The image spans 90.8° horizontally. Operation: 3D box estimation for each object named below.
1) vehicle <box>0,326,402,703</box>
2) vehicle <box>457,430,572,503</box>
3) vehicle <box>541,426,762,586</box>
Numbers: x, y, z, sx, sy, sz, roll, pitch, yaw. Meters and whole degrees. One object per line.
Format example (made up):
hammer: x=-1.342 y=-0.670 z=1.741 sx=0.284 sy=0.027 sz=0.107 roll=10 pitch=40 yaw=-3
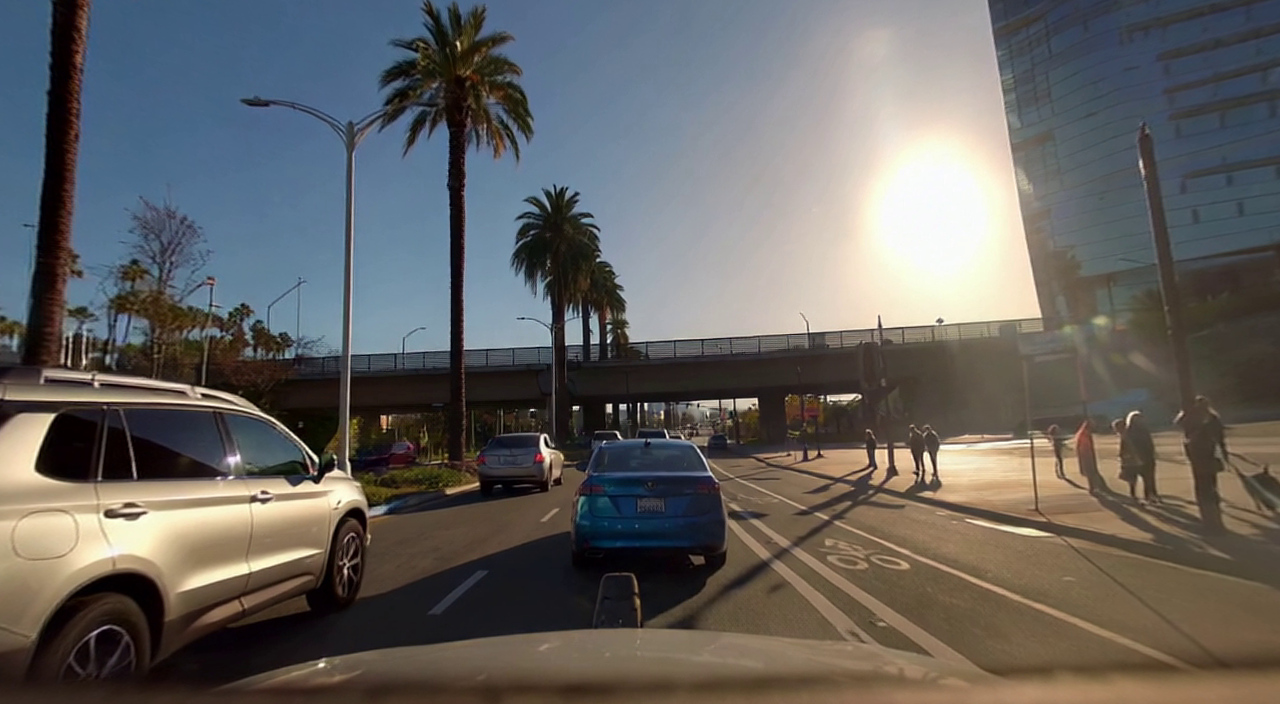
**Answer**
vehicle: x=-3.245 y=0.977 z=3.520 sx=2.014 sy=1.740 sz=4.359 roll=0 pitch=-8 yaw=2
vehicle: x=-3.044 y=2.877 z=16.258 sx=1.955 sy=1.637 sz=4.032 roll=-1 pitch=-8 yaw=3
vehicle: x=0.062 y=1.731 z=7.962 sx=2.036 sy=1.461 sz=4.129 roll=0 pitch=-8 yaw=-1
